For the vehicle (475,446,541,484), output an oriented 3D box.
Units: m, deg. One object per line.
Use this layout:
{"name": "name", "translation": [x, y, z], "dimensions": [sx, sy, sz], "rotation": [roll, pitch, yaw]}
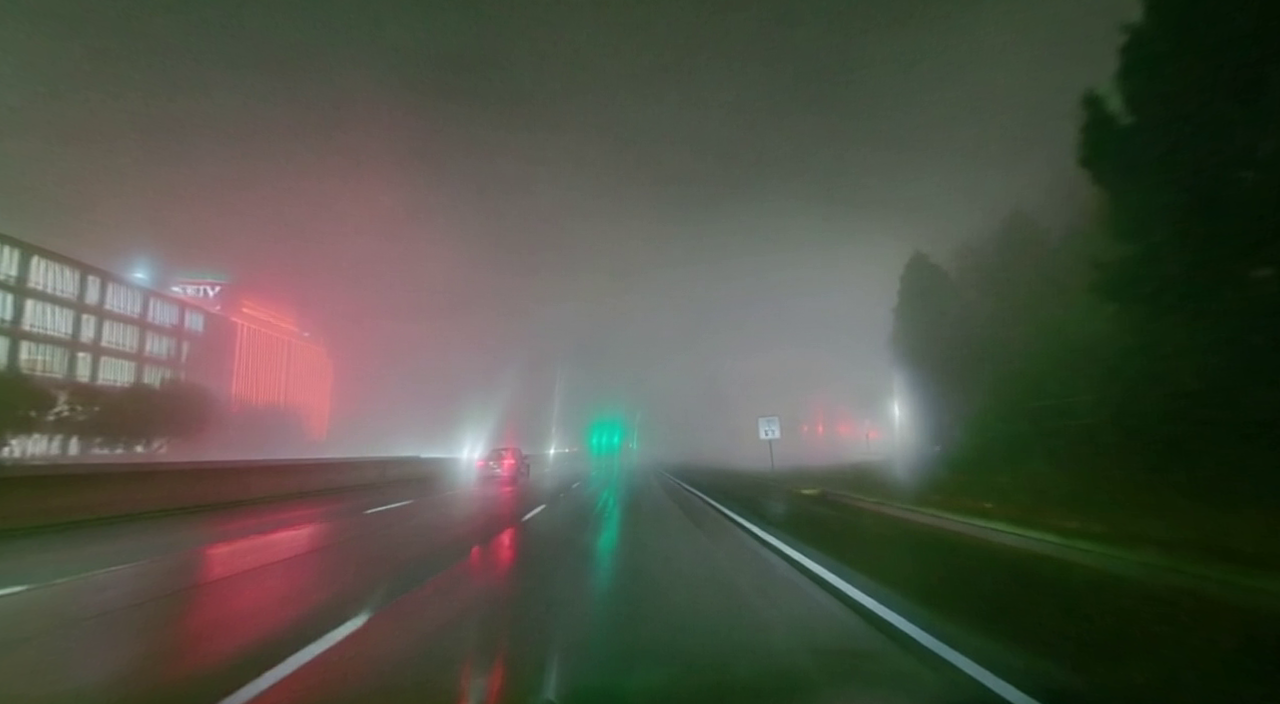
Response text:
{"name": "vehicle", "translation": [-5.649, 4.867, 27.463], "dimensions": [1.943, 1.510, 4.201], "rotation": [0, -9, 0]}
